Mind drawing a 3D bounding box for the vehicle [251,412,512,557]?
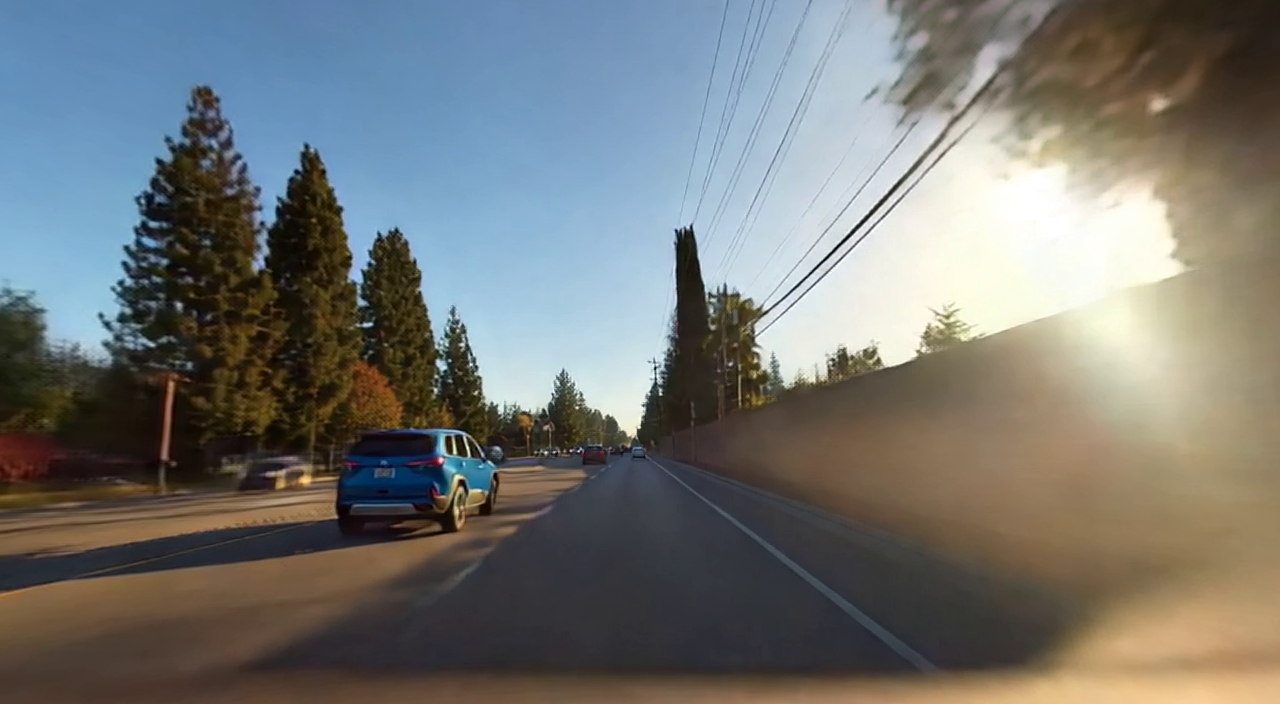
[{"bbox_3d":[-3.602,1.934,9.965,2.147,1.730,4.555,0,-8,0],"label":"vehicle"}]
